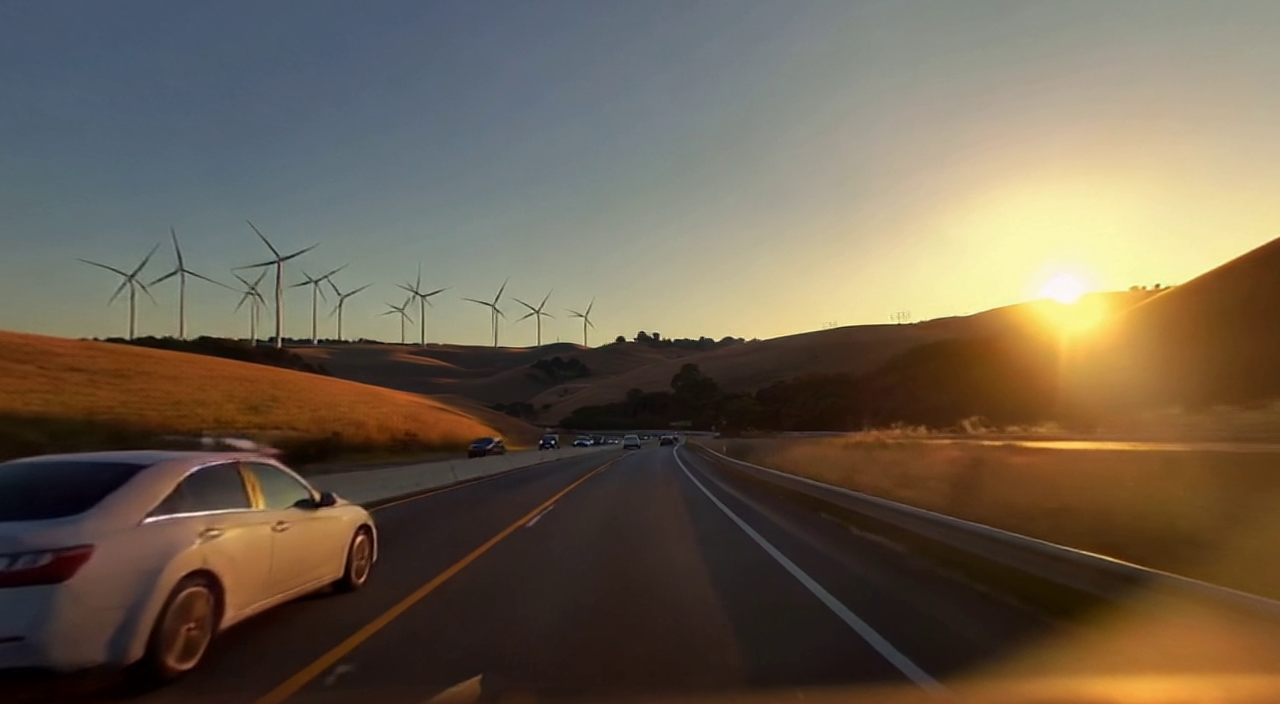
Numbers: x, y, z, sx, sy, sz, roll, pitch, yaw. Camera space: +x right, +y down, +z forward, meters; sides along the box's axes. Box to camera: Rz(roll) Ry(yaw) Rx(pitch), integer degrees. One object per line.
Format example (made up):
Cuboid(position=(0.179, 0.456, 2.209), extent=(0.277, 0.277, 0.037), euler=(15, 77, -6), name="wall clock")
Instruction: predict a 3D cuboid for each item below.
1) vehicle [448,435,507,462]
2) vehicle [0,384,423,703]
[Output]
Cuboid(position=(-9.475, 5.639, 37.164), extent=(2.076, 1.488, 4.528), euler=(0, -8, 3), name="vehicle")
Cuboid(position=(-2.815, 0.998, 3.139), extent=(1.918, 1.443, 4.422), euler=(0, -8, 0), name="vehicle")
